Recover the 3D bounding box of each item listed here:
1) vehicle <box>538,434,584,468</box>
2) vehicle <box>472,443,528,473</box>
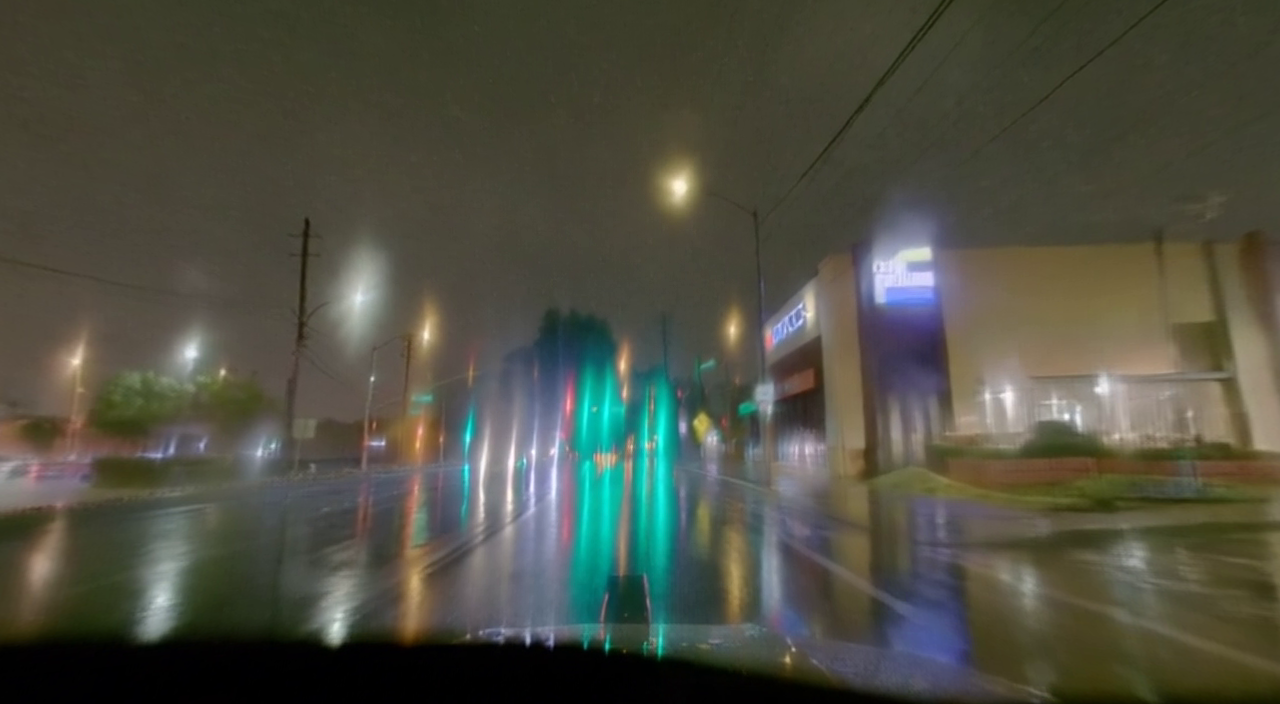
[{"bbox_3d":[-4.819,6.154,39.269,2.371,1.926,5.099,0,-8,-2],"label":"vehicle"},{"bbox_3d":[-7.433,5.653,33.872,2.010,1.455,4.271,0,-8,0],"label":"vehicle"}]
